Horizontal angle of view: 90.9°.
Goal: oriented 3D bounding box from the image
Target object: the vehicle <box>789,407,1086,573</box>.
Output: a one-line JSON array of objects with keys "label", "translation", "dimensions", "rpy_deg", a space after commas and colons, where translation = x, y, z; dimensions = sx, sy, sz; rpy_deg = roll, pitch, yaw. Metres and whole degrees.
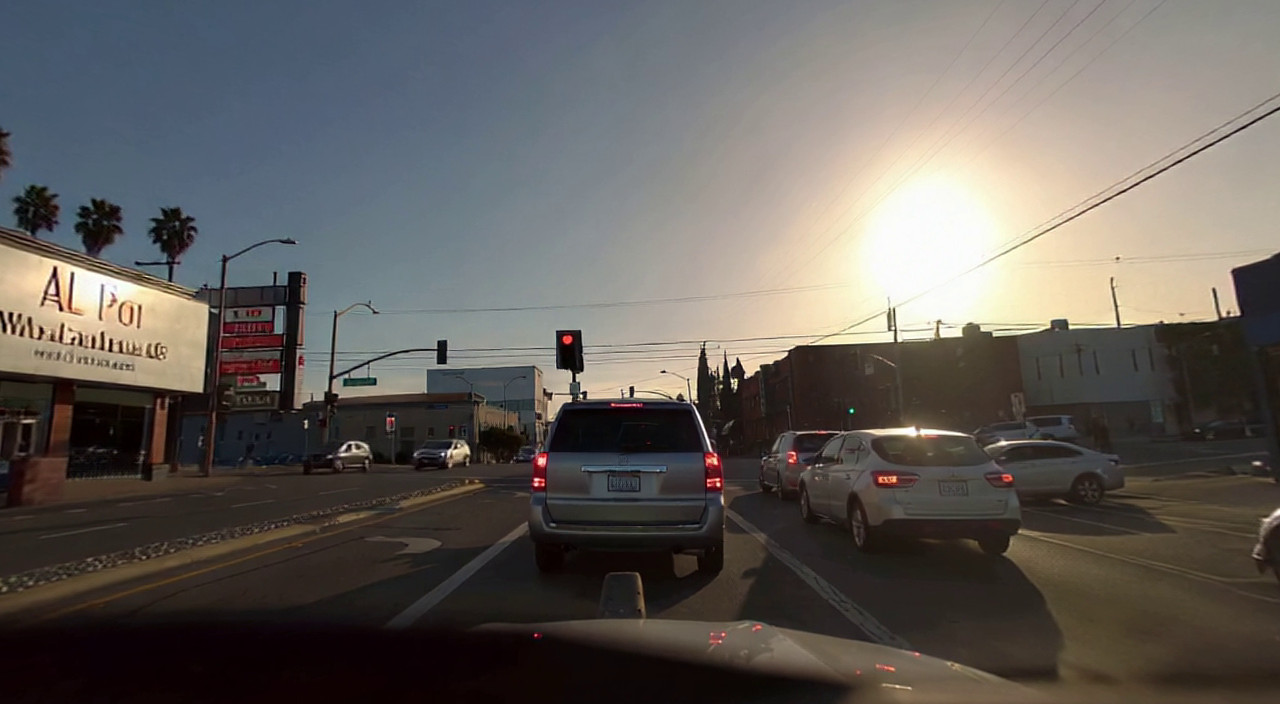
[{"label": "vehicle", "translation": [3.627, 1.756, 8.816], "dimensions": [2.036, 1.719, 4.318], "rpy_deg": [0, -8, 0]}]

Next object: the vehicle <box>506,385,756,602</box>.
[{"label": "vehicle", "translation": [0.007, 1.535, 7.684], "dimensions": [2.154, 1.861, 4.280], "rpy_deg": [0, -8, 3]}]

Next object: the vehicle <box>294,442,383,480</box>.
[{"label": "vehicle", "translation": [-14.826, 5.375, 31.351], "dimensions": [2.102, 1.737, 4.570], "rpy_deg": [0, -8, 1]}]

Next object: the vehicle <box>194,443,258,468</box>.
[{"label": "vehicle", "translation": [-27.422, 6.870, 41.871], "dimensions": [1.693, 1.563, 3.716], "rpy_deg": [0, -8, 0]}]

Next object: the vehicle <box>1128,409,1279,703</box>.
[{"label": "vehicle", "translation": [3.368, 0.729, 0.812], "dimensions": [1.884, 1.484, 4.609], "rpy_deg": [0, -8, 2]}]

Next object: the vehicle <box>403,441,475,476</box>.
[{"label": "vehicle", "translation": [-11.412, 6.079, 36.284], "dimensions": [2.224, 1.840, 5.290], "rpy_deg": [0, -8, 3]}]
